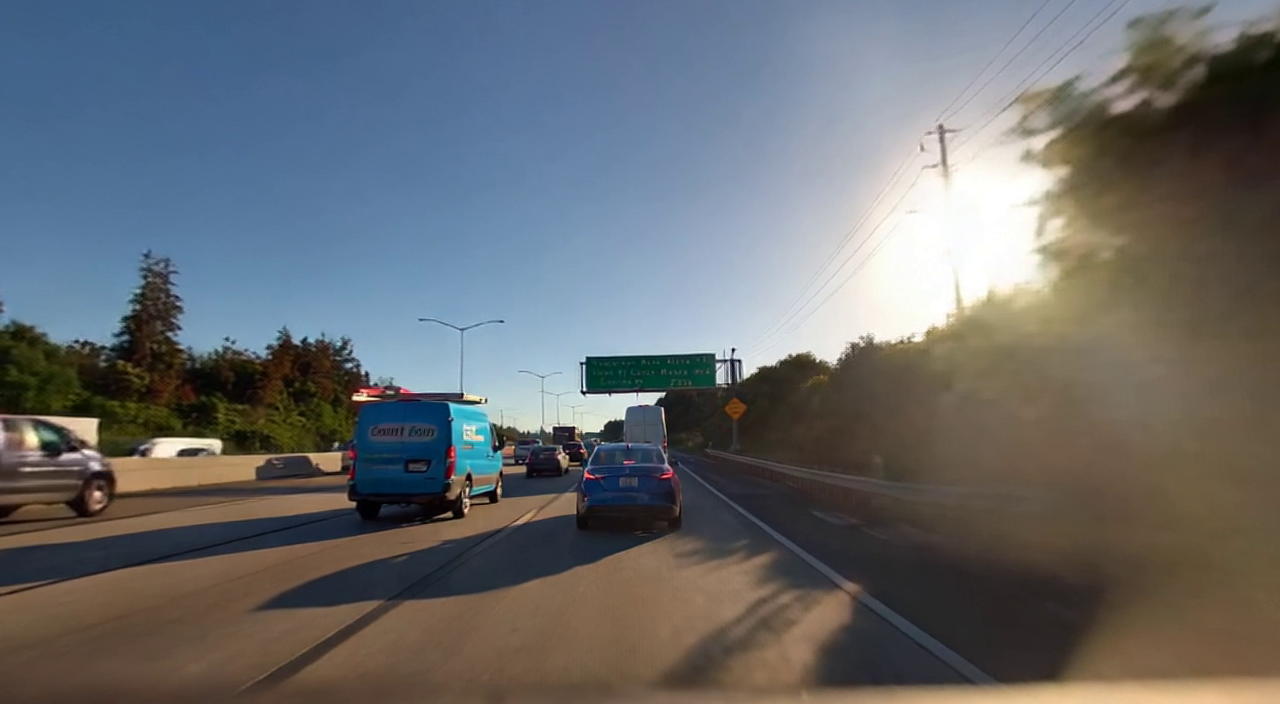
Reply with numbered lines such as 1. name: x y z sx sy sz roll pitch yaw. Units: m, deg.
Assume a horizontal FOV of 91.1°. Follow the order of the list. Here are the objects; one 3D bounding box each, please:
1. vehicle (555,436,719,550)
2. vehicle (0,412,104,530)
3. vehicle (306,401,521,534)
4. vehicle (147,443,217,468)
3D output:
1. vehicle: -0.035 2.074 9.965 2.054 1.421 4.090 0 -8 0
2. vehicle: -11.245 1.806 9.363 2.040 1.872 4.969 0 -8 0
3. vehicle: -3.797 2.050 11.639 2.142 1.952 4.556 0 -8 2
4. vehicle: -28.741 6.493 39.494 1.630 1.437 3.588 -2 -8 1
